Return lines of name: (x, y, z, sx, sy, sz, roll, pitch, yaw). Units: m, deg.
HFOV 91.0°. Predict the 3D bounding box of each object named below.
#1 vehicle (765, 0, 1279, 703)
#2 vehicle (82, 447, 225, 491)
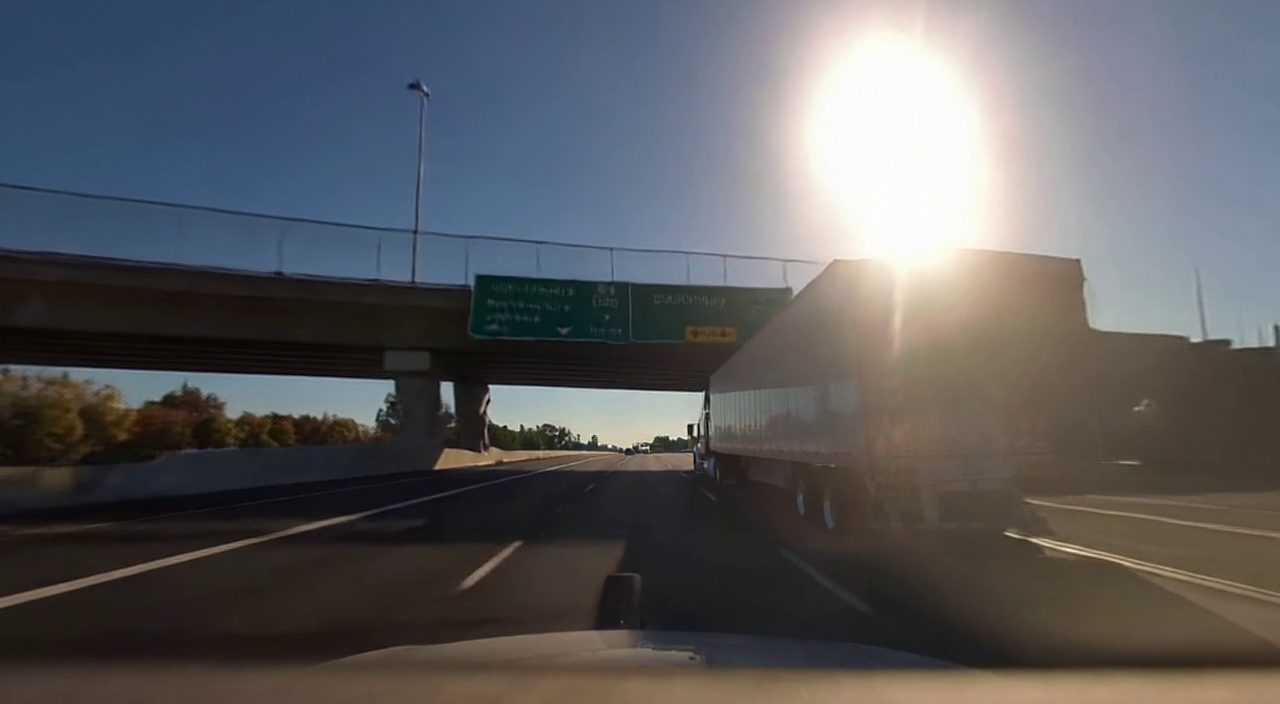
vehicle: (3.786, -0.163, 3.850, 2.949, 4.149, 16.046, 0, -9, 1)
vehicle: (-18.894, 4.538, 24.780, 1.961, 1.550, 4.440, 0, -9, 2)
